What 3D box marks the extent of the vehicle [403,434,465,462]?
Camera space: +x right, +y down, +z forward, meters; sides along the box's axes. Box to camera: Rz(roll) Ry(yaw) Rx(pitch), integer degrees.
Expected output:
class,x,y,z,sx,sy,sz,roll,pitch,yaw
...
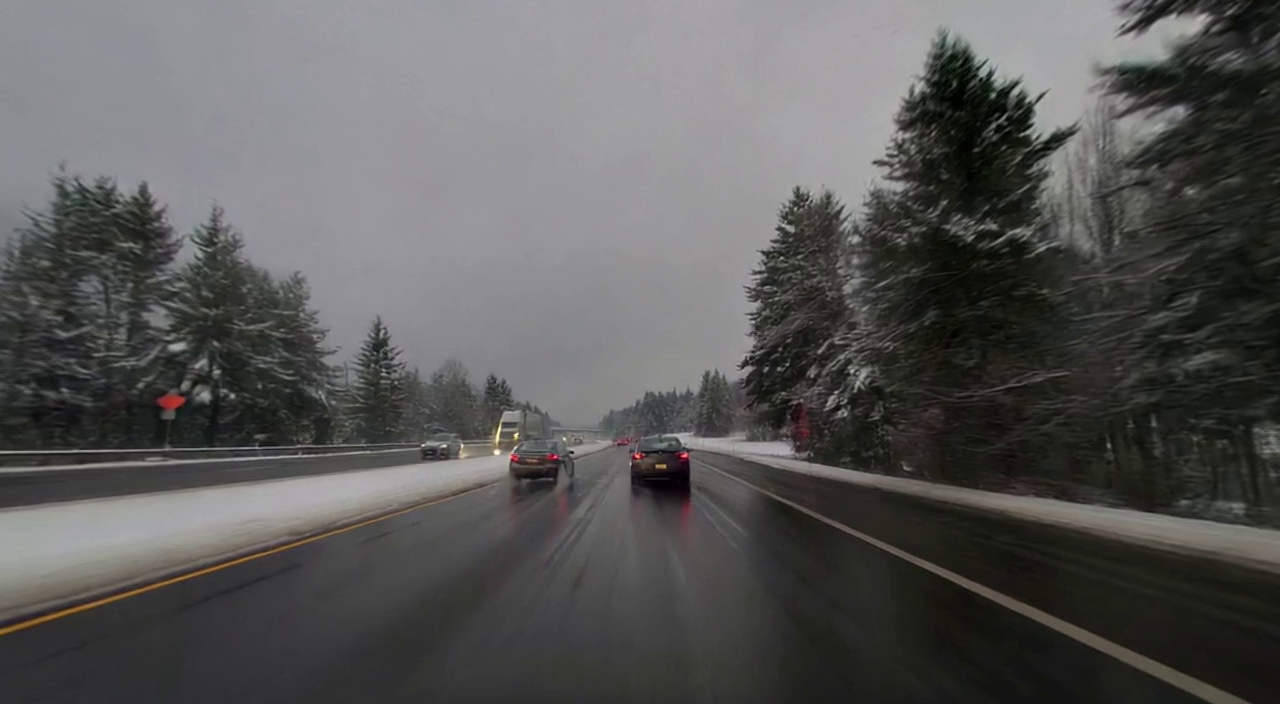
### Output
class,x,y,z,sx,sy,sz,roll,pitch,yaw
vehicle,-12.040,5.639,37.113,2.079,1.509,4.441,-1,-8,1

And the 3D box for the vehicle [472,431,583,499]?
class,x,y,z,sx,sy,sz,roll,pitch,yaw
vehicle,-2.841,2.971,16.966,2.178,1.559,4.254,-1,-8,0

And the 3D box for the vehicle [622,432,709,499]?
class,x,y,z,sx,sy,sz,roll,pitch,yaw
vehicle,0.604,3.053,17.453,2.055,1.566,5.046,-1,-8,0
